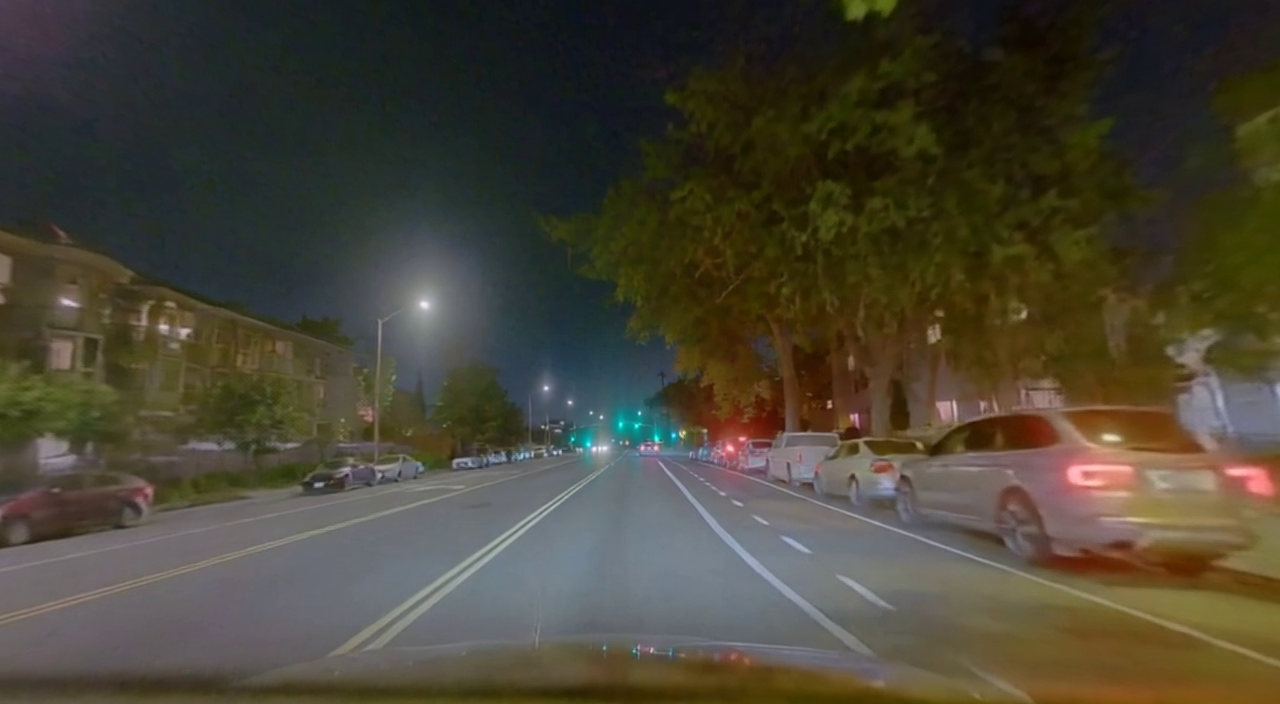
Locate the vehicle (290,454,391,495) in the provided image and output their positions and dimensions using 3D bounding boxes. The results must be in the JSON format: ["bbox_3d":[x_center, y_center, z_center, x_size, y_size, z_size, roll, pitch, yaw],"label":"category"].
[{"bbox_3d":[-12.709,5.178,27.175,1.969,1.490,4.675,0,-8,1],"label":"vehicle"}]

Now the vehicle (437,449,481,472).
[{"bbox_3d":[-12.594,7.583,44.289,1.877,1.505,4.125,0,-8,0],"label":"vehicle"}]

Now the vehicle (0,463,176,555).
[{"bbox_3d":[-12.608,3.200,13.332,1.880,1.523,4.833,0,-8,1],"label":"vehicle"}]

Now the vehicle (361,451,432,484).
[{"bbox_3d":[-12.419,5.892,32.563,1.853,1.497,4.527,0,-8,0],"label":"vehicle"}]

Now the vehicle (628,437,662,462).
[{"bbox_3d":[0.275,6.121,39.809,2.022,1.471,3.973,0,-8,-1],"label":"vehicle"}]

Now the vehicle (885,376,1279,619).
[{"bbox_3d":[4.920,1.442,7.337,2.022,1.799,5.105,0,-8,-1],"label":"vehicle"}]
